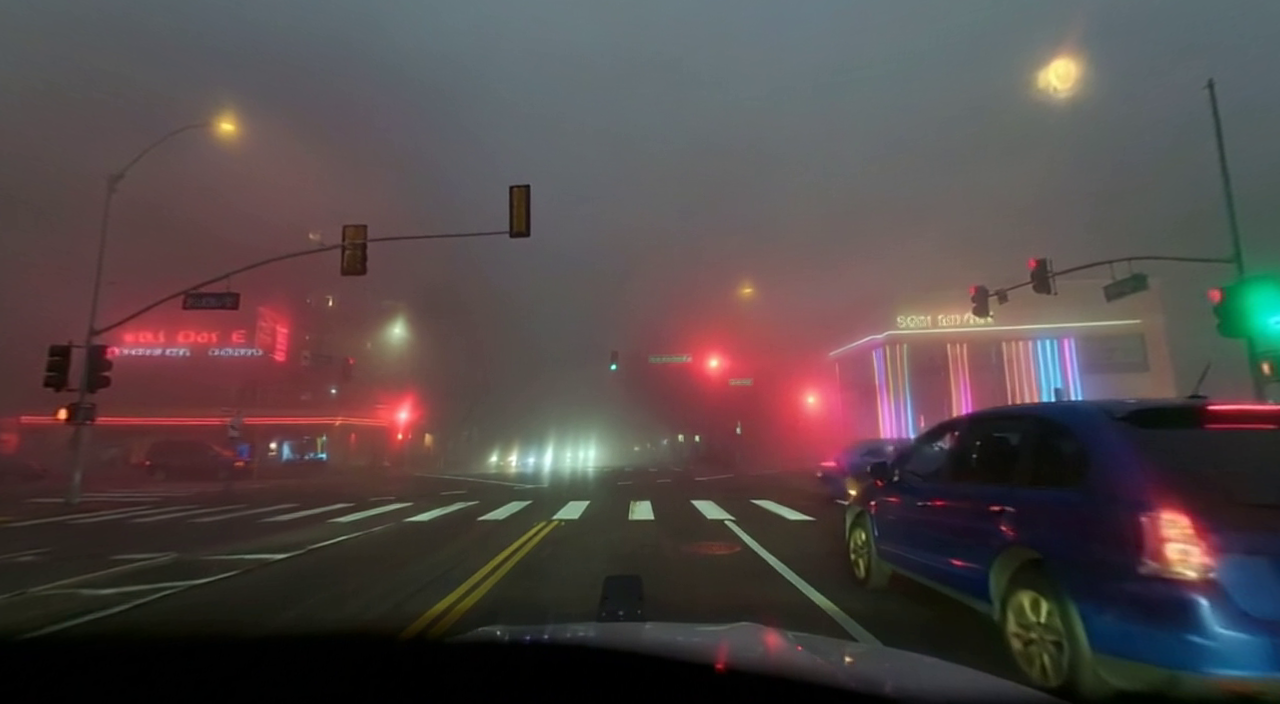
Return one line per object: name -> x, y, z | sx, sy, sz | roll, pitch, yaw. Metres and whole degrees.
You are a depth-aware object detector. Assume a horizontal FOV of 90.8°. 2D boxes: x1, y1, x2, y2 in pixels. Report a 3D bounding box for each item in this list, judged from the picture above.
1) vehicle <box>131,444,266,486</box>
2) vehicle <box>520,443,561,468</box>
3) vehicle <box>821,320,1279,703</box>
vehicle -> -21.523, 5.474, 30.893 | 5.161, 1.910, 2.275 | -2, -9, 10
vehicle -> -7.337, 7.692, 47.059 | 2.181, 1.703, 4.512 | -1, -8, 1
vehicle -> 2.927, 1.054, 4.193 | 2.049, 1.691, 4.447 | 0, -8, -1
